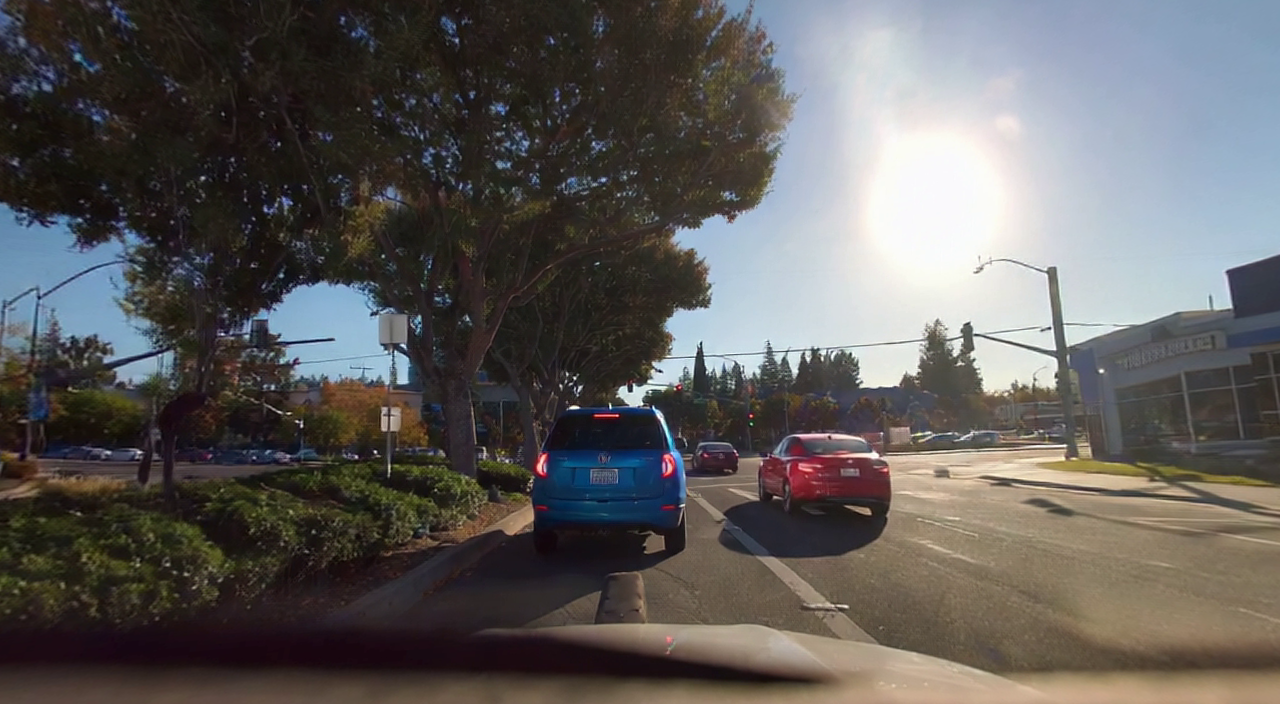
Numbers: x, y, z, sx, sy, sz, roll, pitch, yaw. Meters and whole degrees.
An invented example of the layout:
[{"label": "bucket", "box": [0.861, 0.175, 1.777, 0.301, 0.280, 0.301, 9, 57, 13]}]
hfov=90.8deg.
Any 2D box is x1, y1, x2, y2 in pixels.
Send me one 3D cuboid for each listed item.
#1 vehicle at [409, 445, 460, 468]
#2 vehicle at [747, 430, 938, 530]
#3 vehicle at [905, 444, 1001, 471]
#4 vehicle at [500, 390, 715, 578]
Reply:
[{"label": "vehicle", "box": [-13.579, 6.904, 41.979, 1.983, 1.460, 4.456, 0, -9, -2]}, {"label": "vehicle", "box": [3.602, 2.375, 12.382, 2.098, 1.555, 4.778, 0, -9, -1]}, {"label": "vehicle", "box": [17.167, 5.773, 34.782, 4.290, 1.427, 1.751, 0, -9, 2]}, {"label": "vehicle", "box": [-0.304, 1.645, 8.621, 2.096, 1.837, 4.687, 0, -9, 0]}]
